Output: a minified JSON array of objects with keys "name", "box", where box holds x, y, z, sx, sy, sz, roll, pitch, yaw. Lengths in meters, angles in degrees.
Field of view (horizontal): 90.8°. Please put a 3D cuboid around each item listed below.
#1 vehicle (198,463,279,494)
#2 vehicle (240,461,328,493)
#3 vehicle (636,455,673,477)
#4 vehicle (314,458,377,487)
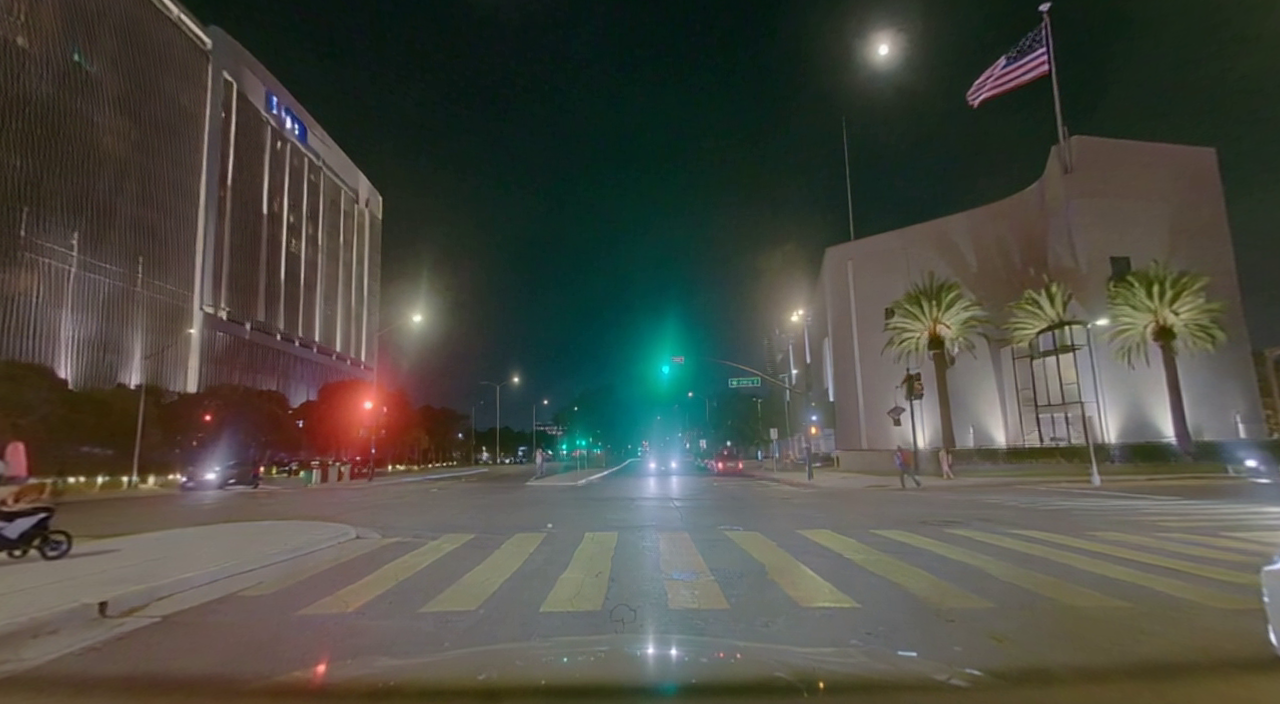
[{"name":"vehicle","box":[-23.226,7.311,36.737,2.061,1.534,4.138,0,-8,-2]},{"name":"vehicle","box":[-19.910,6.986,35.651,2.069,1.540,4.774,0,-8,2]},{"name":"vehicle","box":[1.042,8.629,47.949,2.000,1.525,4.273,1,-9,-10]},{"name":"vehicle","box":[-20.173,8.264,43.491,2.043,1.745,4.420,-1,-9,2]}]
